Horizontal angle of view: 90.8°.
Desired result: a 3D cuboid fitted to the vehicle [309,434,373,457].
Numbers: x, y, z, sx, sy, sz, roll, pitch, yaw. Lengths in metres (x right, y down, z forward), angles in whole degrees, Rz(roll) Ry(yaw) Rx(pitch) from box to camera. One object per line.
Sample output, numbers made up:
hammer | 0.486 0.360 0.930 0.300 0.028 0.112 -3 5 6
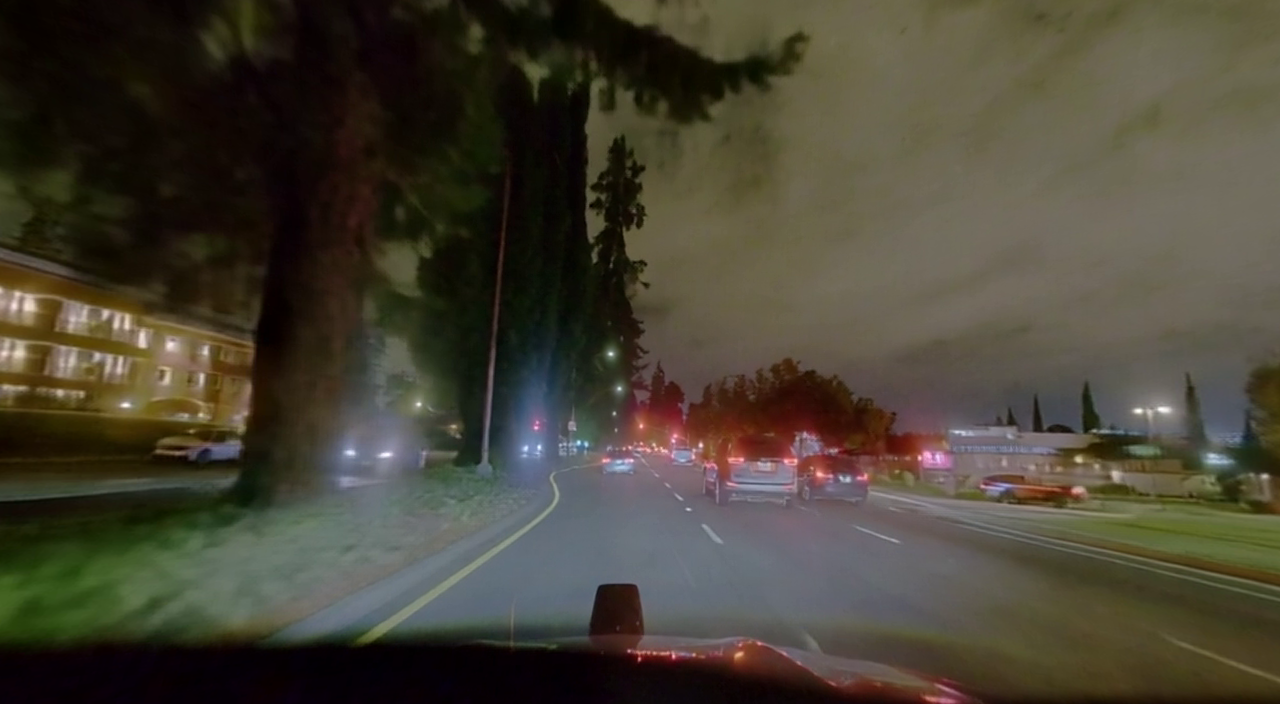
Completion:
vehicle | -19.503 6.171 41.454 1.913 1.417 4.592 0 -9 0

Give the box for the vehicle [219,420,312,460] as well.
vehicle | -19.483 4.659 33.181 2.056 1.899 4.803 0 -9 -3

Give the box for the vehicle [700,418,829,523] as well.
vehicle | 2.742 2.730 14.975 2.035 1.940 4.299 5 -9 -1

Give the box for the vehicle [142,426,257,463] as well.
vehicle | -19.269 4.110 27.945 1.877 1.446 4.593 0 -9 -1

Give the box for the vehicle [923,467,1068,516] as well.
vehicle | 14.200 5.585 25.531 4.545 1.770 2.057 -2 -9 9

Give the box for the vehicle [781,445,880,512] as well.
vehicle | 6.266 4.155 21.304 1.913 1.777 4.269 7 -9 1

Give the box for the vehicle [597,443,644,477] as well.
vehicle | -0.888 5.129 30.176 2.119 1.460 3.847 0 -9 -1

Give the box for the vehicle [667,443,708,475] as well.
vehicle | 2.676 6.213 36.867 1.922 1.708 4.126 0 -9 -2

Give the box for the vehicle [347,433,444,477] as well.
vehicle | -8.803 3.762 23.206 1.861 1.456 4.303 1 -9 -1
